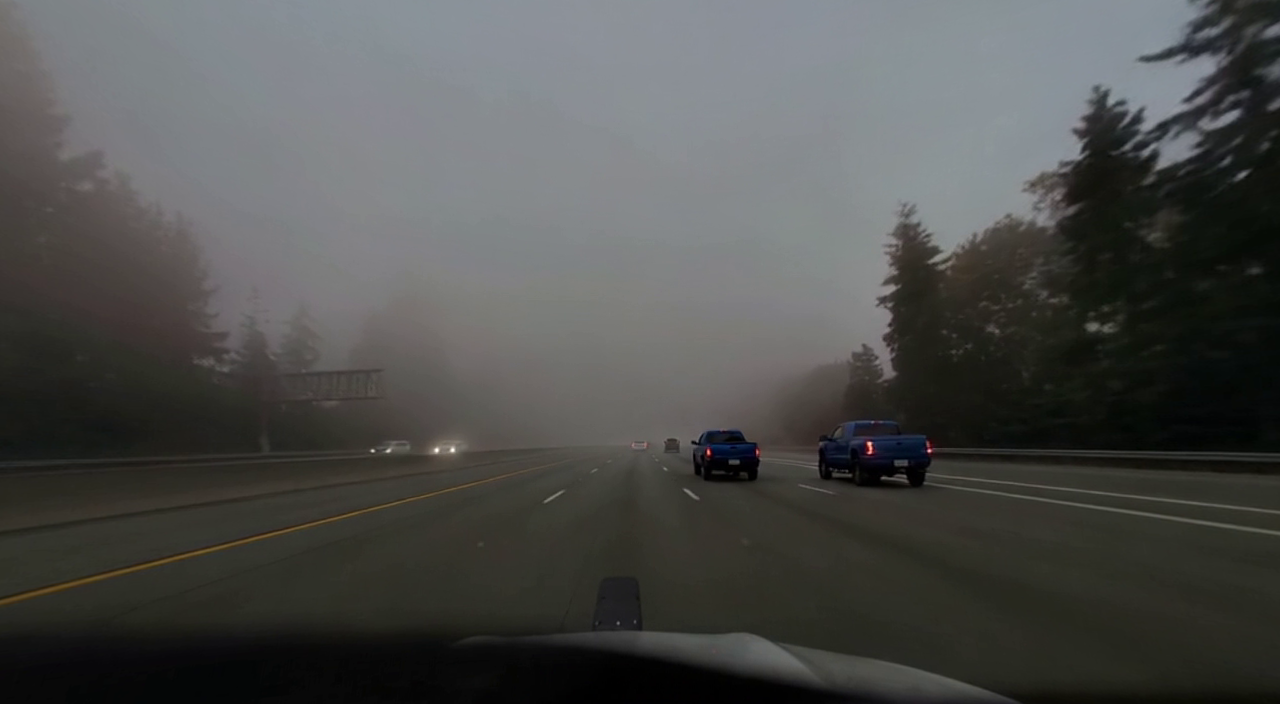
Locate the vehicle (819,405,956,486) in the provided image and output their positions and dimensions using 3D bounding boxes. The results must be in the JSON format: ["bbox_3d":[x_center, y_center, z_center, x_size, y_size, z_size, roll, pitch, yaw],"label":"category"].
[{"bbox_3d":[7.762,3.044,20.581,2.158,2.268,5.396,0,-9,-1],"label":"vehicle"}]

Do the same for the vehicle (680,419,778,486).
[{"bbox_3d":[2.840,3.377,21.396,2.462,1.984,4.718,0,-8,-2],"label":"vehicle"}]
